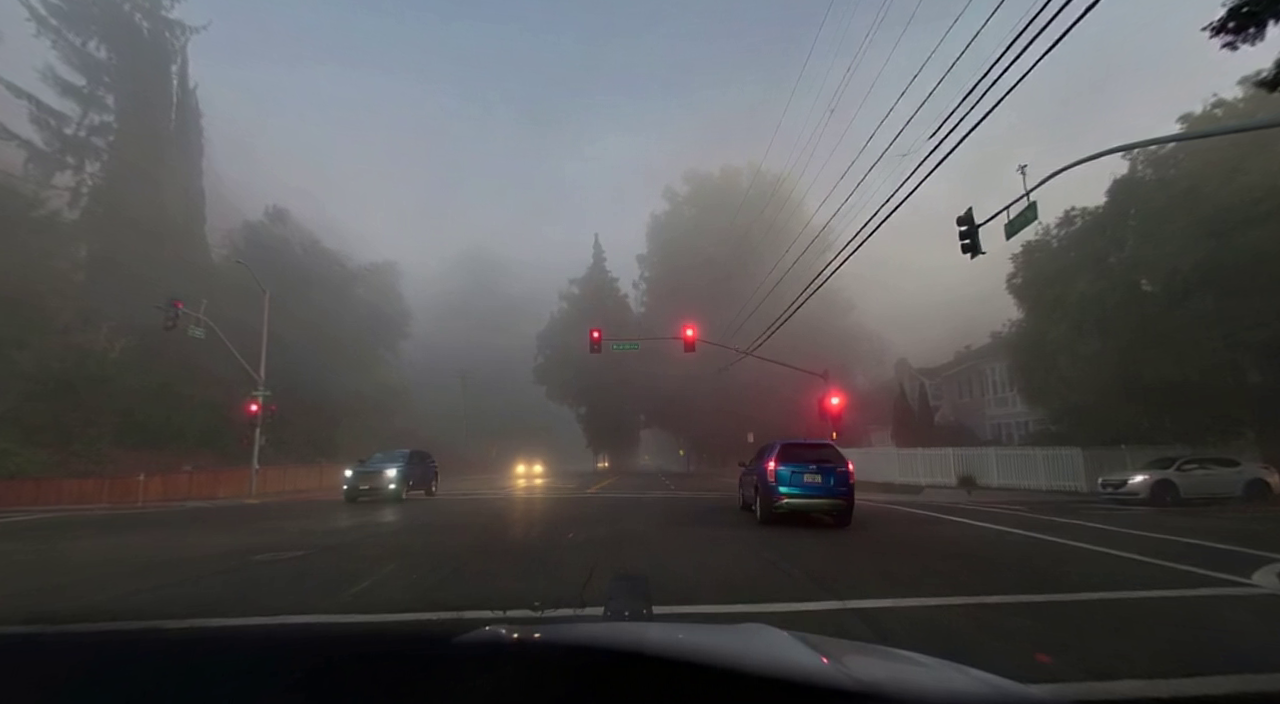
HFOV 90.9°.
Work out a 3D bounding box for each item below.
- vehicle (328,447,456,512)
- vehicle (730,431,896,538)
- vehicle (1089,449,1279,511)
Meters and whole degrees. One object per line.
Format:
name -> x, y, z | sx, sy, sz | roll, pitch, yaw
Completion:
vehicle -> -7.148, 3.675, 18.710 | 1.981, 1.689, 4.233 | 0, -9, 1
vehicle -> 3.376, 2.688, 13.484 | 2.144, 1.843, 4.827 | 0, -9, 0
vehicle -> 16.143, 3.646, 18.219 | 4.596, 1.637, 2.172 | 0, -9, 0
